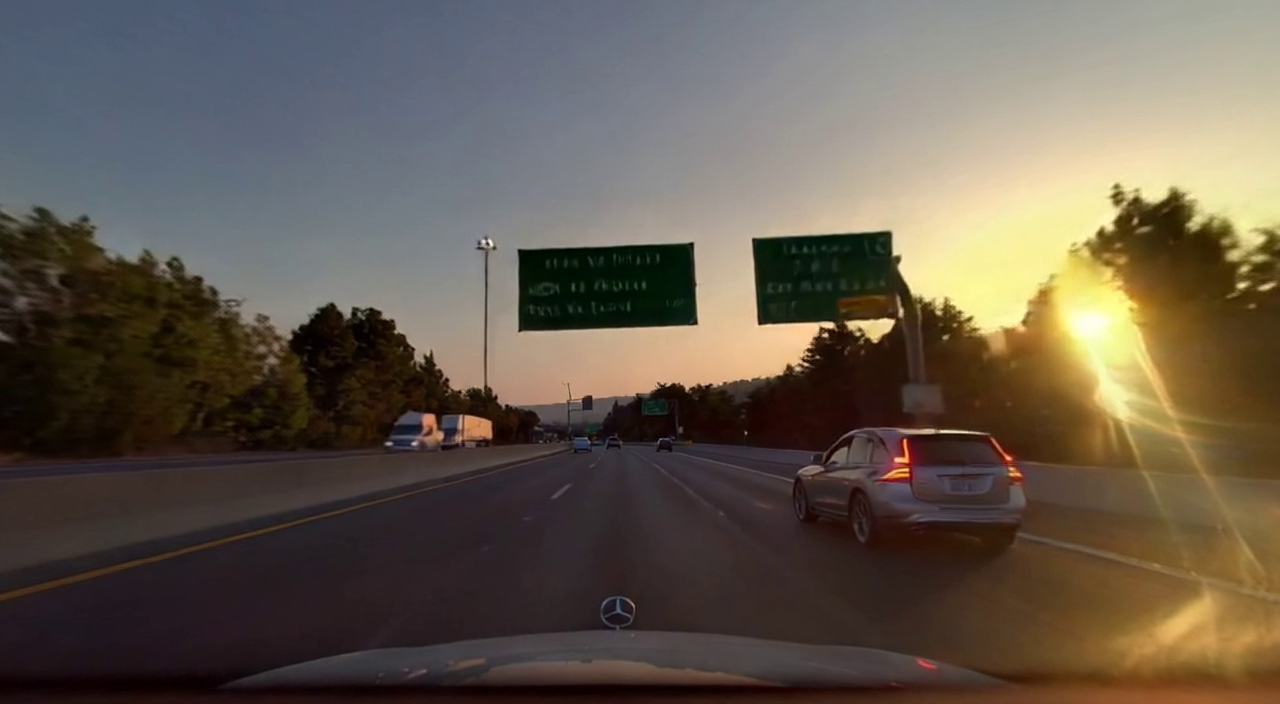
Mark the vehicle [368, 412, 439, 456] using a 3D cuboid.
[{"bbox_3d":[-15.744,5.543,42.295,2.366,2.696,6.313,0,-8,-1],"label":"vehicle"}]
